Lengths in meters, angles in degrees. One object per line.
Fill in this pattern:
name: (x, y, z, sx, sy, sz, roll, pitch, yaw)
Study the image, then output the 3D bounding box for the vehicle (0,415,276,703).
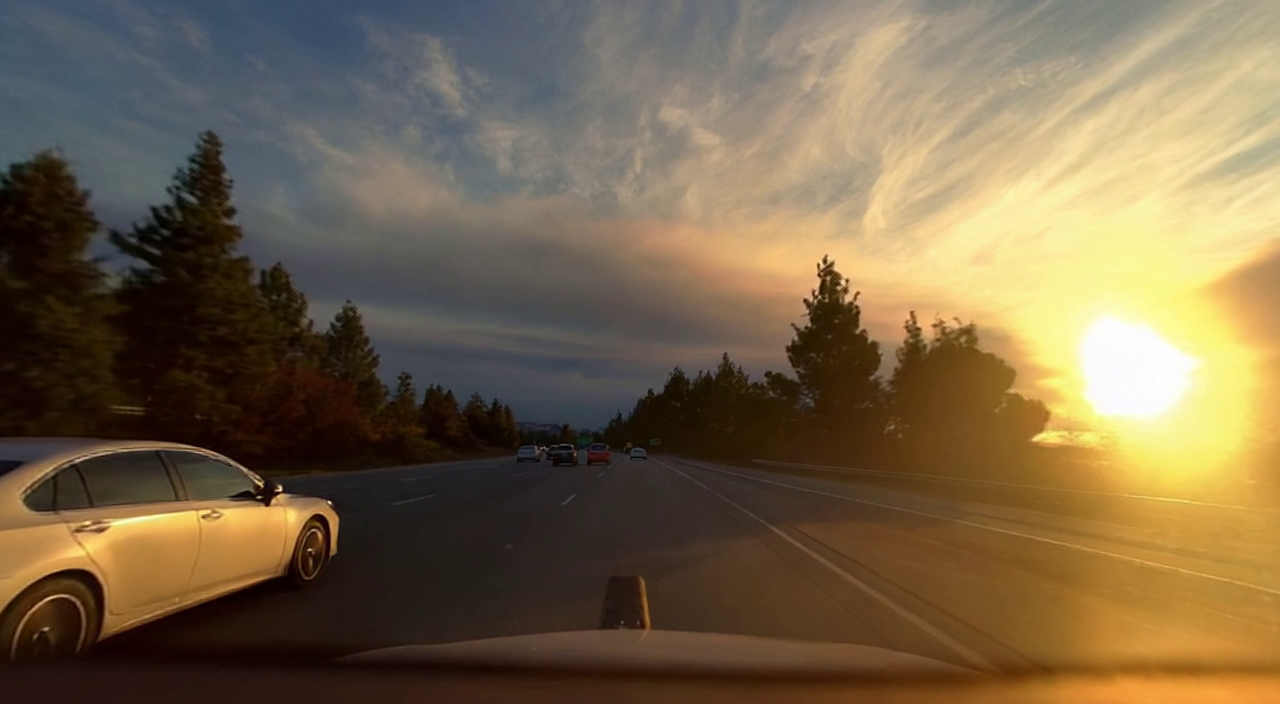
vehicle: (-4.065, 1.054, 2.998, 1.965, 1.485, 4.460, 0, -9, 0)

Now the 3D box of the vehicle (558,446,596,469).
vehicle: (-4.185, 7.106, 42.645, 2.120, 1.458, 4.031, 0, -9, 0)
